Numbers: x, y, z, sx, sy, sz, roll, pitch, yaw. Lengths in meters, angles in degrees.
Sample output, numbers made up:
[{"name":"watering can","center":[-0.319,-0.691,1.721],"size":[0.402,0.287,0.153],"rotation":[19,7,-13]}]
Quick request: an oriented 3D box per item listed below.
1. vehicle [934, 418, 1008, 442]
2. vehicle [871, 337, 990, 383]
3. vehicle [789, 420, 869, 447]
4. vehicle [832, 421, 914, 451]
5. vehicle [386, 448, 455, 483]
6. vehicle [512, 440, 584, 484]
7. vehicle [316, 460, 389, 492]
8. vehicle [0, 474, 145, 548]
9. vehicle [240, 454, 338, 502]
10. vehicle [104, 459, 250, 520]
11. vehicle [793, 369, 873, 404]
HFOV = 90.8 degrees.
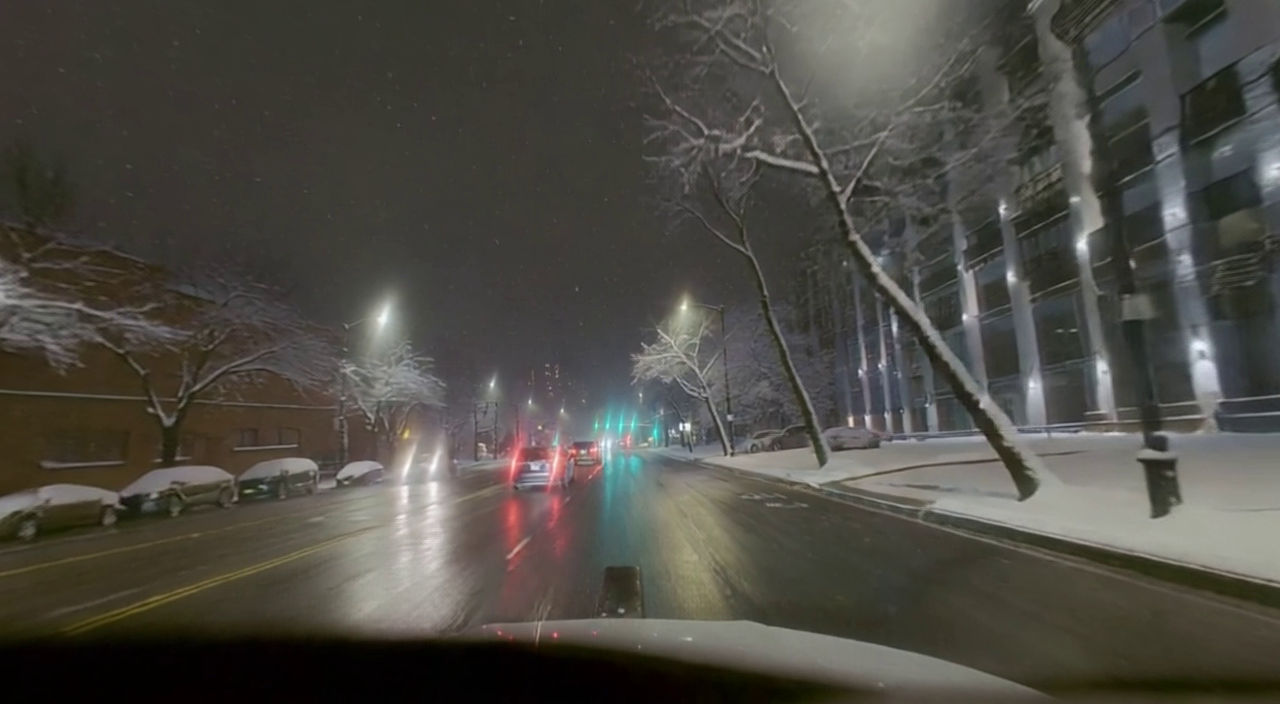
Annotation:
[{"name":"vehicle","center":[24.958,5.891,47.657],"size":[4.439,1.688,2.101],"rotation":[0,-9,-10]},{"name":"vehicle","center":[11.482,0.337,25.172],"size":[3.827,1.556,1.730],"rotation":[-1,-10,-1]},{"name":"vehicle","center":[12.328,5.382,41.541],"size":[4.619,1.626,2.121],"rotation":[-1,-9,3]},{"name":"vehicle","center":[12.240,4.427,33.292],"size":[3.527,1.496,1.836],"rotation":[0,-6,-4]},{"name":"vehicle","center":[-10.640,5.486,30.973],"size":[1.884,1.518,4.380],"rotation":[0,-8,-1]},{"name":"vehicle","center":[-3.272,3.966,23.181],"size":[2.051,1.454,4.132],"rotation":[0,-8,-1]},{"name":"vehicle","center":[-16.173,6.980,35.828],"size":[2.021,1.438,4.616],"rotation":[-2,-8,0]},{"name":"vehicle","center":[-15.996,4.139,16.932],"size":[1.871,1.485,4.573],"rotation":[0,-8,-2]},{"name":"vehicle","center":[-16.416,5.854,29.832],"size":[2.079,1.847,4.592],"rotation":[-4,-8,-1]},{"name":"vehicle","center":[-16.310,4.806,22.628],"size":[1.897,1.805,4.538],"rotation":[0,-8,-3]},{"name":"vehicle","center":[11.053,2.005,36.282],"size":[3.826,1.601,1.807],"rotation":[-4,-7,-5]}]
